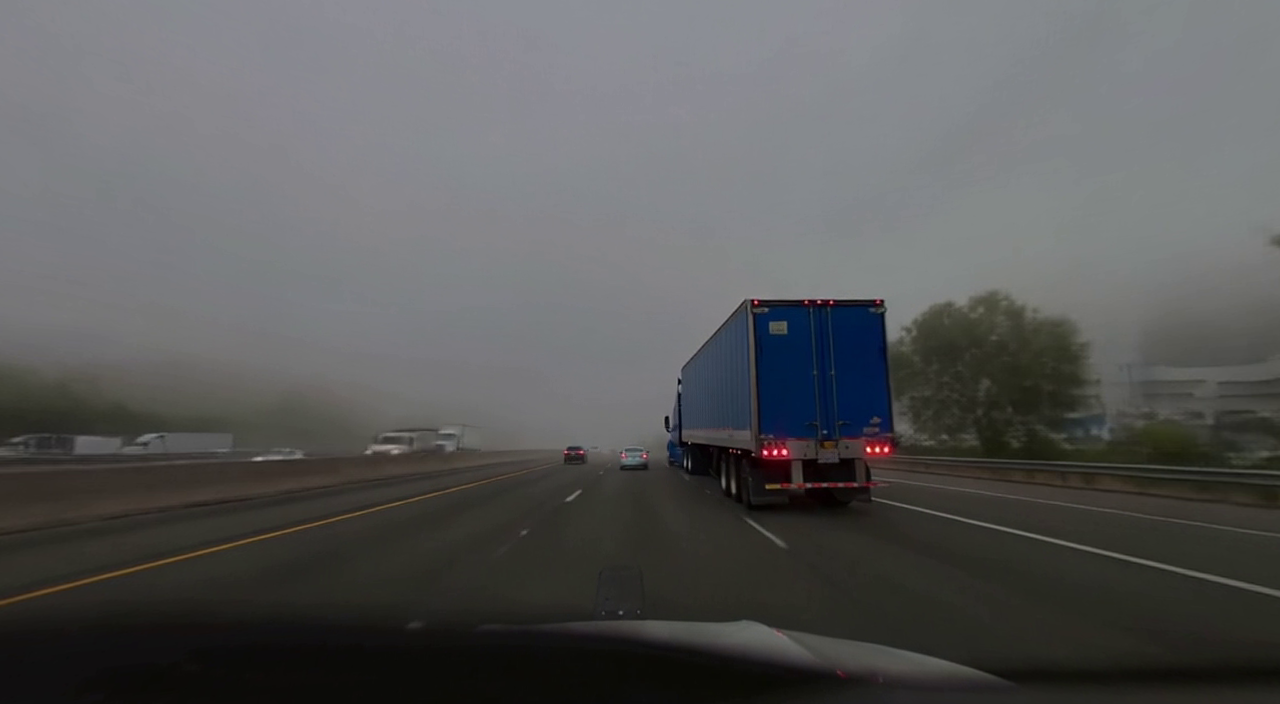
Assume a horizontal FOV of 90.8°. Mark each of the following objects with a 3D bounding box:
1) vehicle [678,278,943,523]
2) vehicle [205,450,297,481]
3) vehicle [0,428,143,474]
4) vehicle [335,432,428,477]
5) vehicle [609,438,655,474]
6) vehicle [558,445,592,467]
[{"bbox_3d":[3.287,1.964,18.556,2.996,4.123,15.965,0,-9,-1],"label":"vehicle"},{"bbox_3d":[-20.378,5.930,33.332,1.867,1.496,4.627,0,-9,0],"label":"vehicle"},{"bbox_3d":[-40.305,6.980,44.583,7.735,2.972,2.679,5,-10,-31],"label":"vehicle"},{"bbox_3d":[-13.314,5.363,33.109,2.323,2.123,5.905,0,-9,0],"label":"vehicle"},{"bbox_3d":[-0.412,5.245,32.083,2.191,1.685,4.015,0,-9,0],"label":"vehicle"},{"bbox_3d":[-4.594,7.385,45.098,1.995,1.491,4.317,0,-9,0],"label":"vehicle"}]
